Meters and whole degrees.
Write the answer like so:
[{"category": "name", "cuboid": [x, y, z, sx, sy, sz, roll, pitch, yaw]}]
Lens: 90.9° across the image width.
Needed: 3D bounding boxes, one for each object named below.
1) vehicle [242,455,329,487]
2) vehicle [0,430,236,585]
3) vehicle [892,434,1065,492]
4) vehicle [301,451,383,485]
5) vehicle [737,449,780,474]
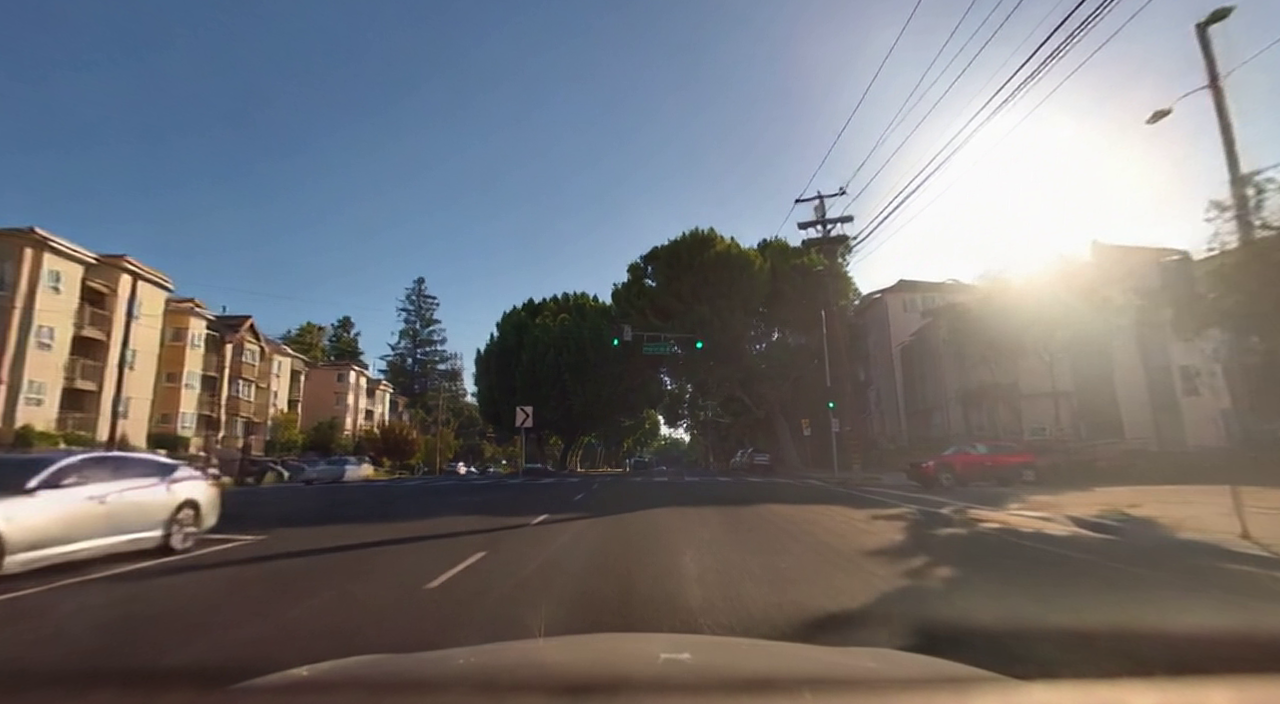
[{"category": "vehicle", "cuboid": [-19.226, 6.458, 34.525, 1.878, 1.561, 4.745, 0, -8, 2]}, {"category": "vehicle", "cuboid": [-7.092, 1.630, 6.986, 1.953, 1.471, 4.744, 0, -8, 2]}, {"category": "vehicle", "cuboid": [10.247, 3.371, 19.385, 4.171, 1.654, 1.919, -1, -8, 5]}, {"category": "vehicle", "cuboid": [-15.675, 6.100, 33.508, 1.951, 1.595, 4.548, -1, -8, 3]}, {"category": "vehicle", "cuboid": [7.698, 7.175, 41.472, 1.875, 1.481, 4.434, 0, -8, -1]}]
